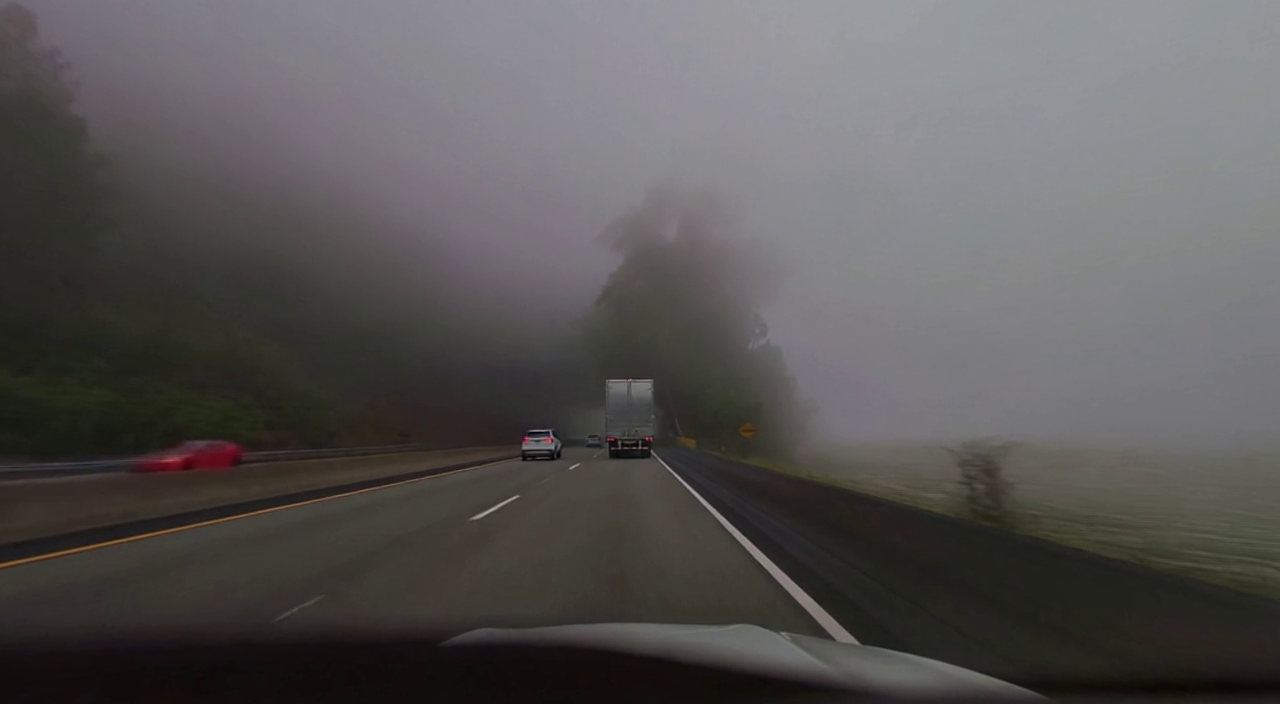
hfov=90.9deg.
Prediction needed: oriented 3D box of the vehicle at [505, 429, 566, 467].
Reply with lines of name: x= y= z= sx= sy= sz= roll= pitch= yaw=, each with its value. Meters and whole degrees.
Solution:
vehicle: x=-4.890 y=4.570 z=30.221 sx=2.138 sy=1.697 sz=4.587 roll=0 pitch=-8 yaw=0

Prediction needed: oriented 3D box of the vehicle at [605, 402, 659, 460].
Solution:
vehicle: x=-0.362 y=3.492 z=27.892 sx=2.319 sy=2.461 sz=1.270 roll=0 pitch=-8 yaw=-2
